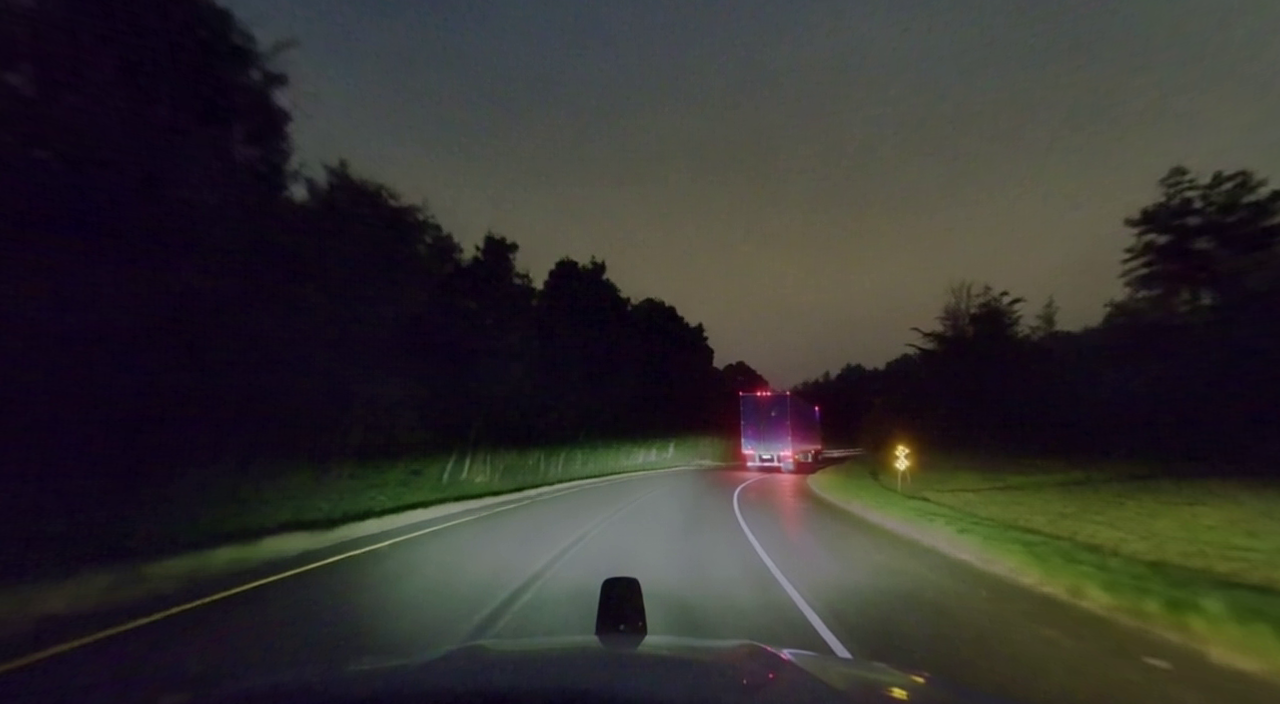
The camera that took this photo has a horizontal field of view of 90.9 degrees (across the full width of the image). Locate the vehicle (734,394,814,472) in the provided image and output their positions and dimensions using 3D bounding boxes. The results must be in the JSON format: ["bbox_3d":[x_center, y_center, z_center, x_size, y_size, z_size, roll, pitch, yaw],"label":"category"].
[{"bbox_3d":[9.052,5.442,40.847,3.087,4.178,13.682,-3,-9,20],"label":"vehicle"}]
